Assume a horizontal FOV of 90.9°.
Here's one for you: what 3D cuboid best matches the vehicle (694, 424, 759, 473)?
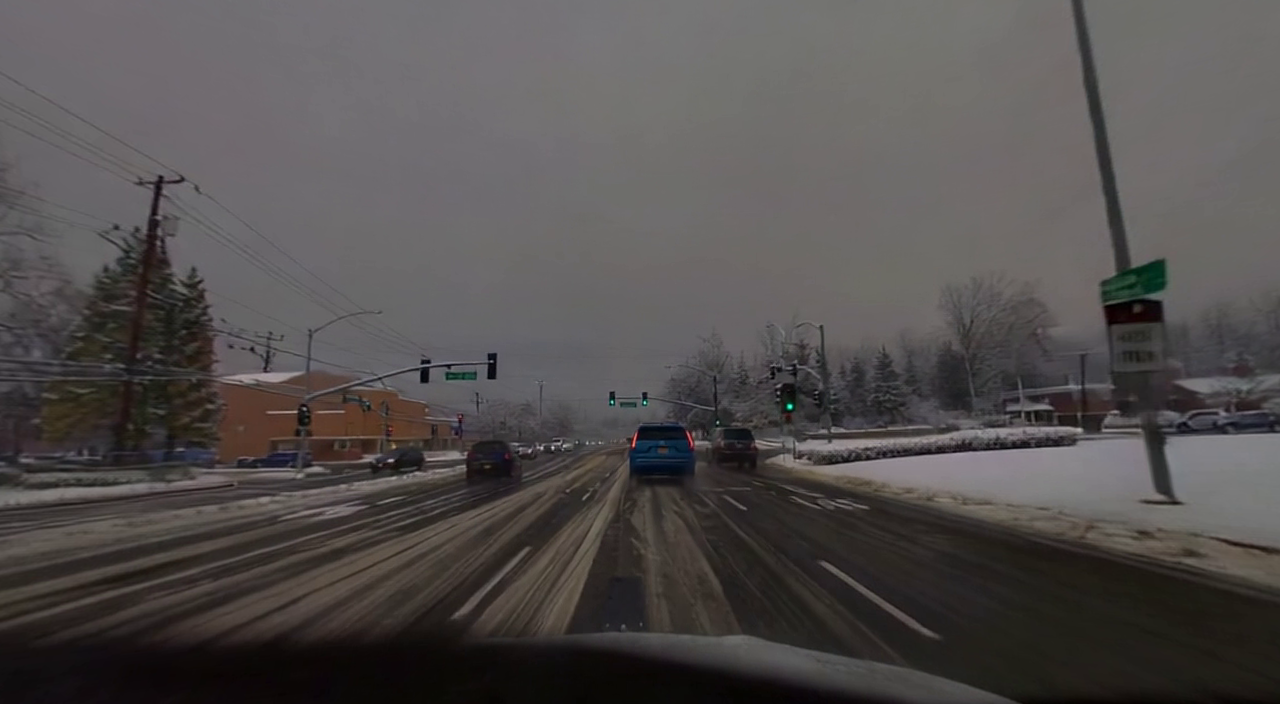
[{"bbox_3d":[4.041,4.671,30.629,2.452,2.148,5.877,0,-8,1],"label":"vehicle"}]

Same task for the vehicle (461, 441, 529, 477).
[{"bbox_3d":[-6.454,4.796,28.583,1.966,1.461,4.422,0,-8,1],"label":"vehicle"}]

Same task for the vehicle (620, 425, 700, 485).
[{"bbox_3d":[0.621,3.600,22.327,2.513,1.854,5.235,0,-8,0],"label":"vehicle"}]

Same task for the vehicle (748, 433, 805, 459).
[{"bbox_3d":[9.981,6.812,45.921,2.228,1.760,4.386,-7,-11,40],"label":"vehicle"}]

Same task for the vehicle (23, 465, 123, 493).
[{"bbox_3d":[-34.073,7.600,38.067,1.819,1.433,4.403,0,-8,2],"label":"vehicle"}]
